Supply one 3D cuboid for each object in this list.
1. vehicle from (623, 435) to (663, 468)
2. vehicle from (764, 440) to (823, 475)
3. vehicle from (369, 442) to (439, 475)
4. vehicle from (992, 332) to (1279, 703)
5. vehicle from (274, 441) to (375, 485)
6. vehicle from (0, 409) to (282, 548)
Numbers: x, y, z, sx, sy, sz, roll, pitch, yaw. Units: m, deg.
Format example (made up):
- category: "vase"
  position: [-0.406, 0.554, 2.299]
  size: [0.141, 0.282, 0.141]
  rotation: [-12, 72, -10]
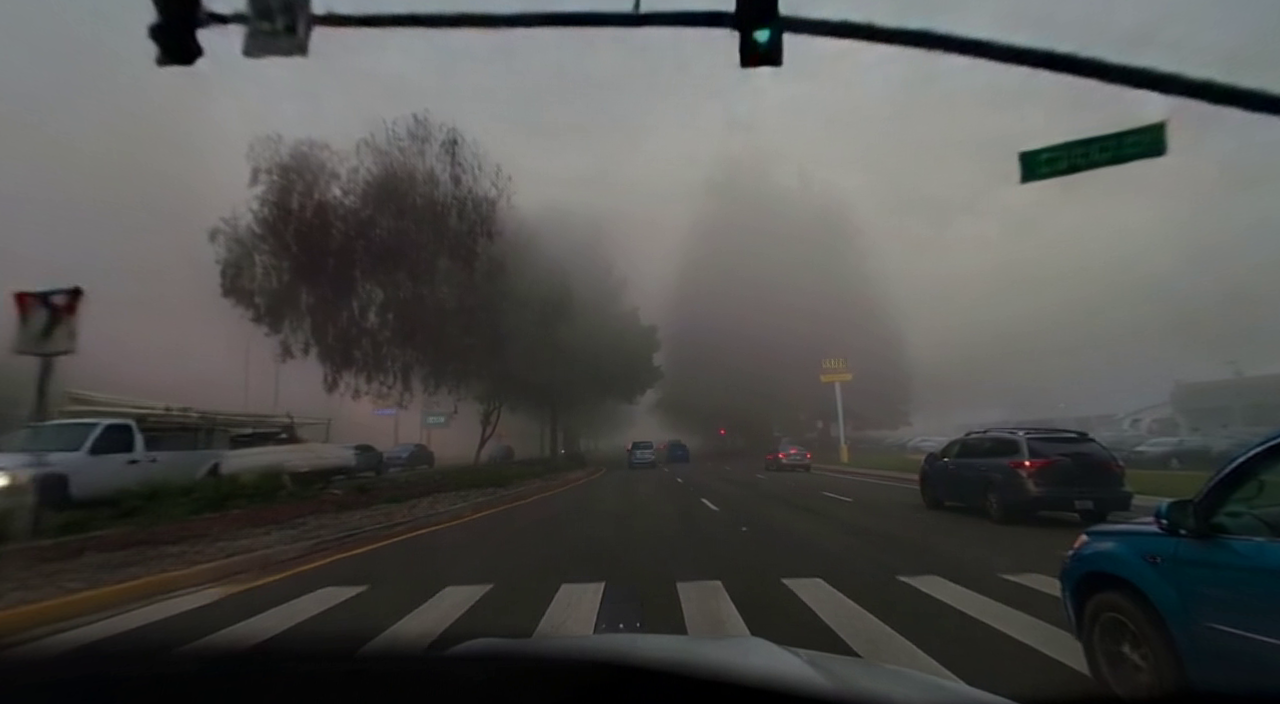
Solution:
- category: "vehicle"
  position: [0.157, 6.246, 39.696]
  size: [2.402, 1.938, 4.535]
  rotation: [0, -8, -1]
- category: "vehicle"
  position: [7.209, 4.990, 30.054]
  size: [1.879, 1.517, 4.006]
  rotation: [0, -8, 1]
- category: "vehicle"
  position: [-14.046, 6.334, 37.975]
  size: [2.159, 1.836, 5.038]
  rotation: [0, -8, 1]
- category: "vehicle"
  position: [3.459, 0.741, 2.054]
  size: [2.076, 1.716, 4.416]
  rotation: [0, -8, 0]
- category: "vehicle"
  position: [-14.455, 5.089, 29.331]
  size: [2.242, 1.836, 4.811]
  rotation: [0, -8, -1]
- category: "vehicle"
  position: [-10.465, 2.293, 12.302]
  size: [2.909, 1.956, 6.908]
  rotation: [0, -8, 1]
